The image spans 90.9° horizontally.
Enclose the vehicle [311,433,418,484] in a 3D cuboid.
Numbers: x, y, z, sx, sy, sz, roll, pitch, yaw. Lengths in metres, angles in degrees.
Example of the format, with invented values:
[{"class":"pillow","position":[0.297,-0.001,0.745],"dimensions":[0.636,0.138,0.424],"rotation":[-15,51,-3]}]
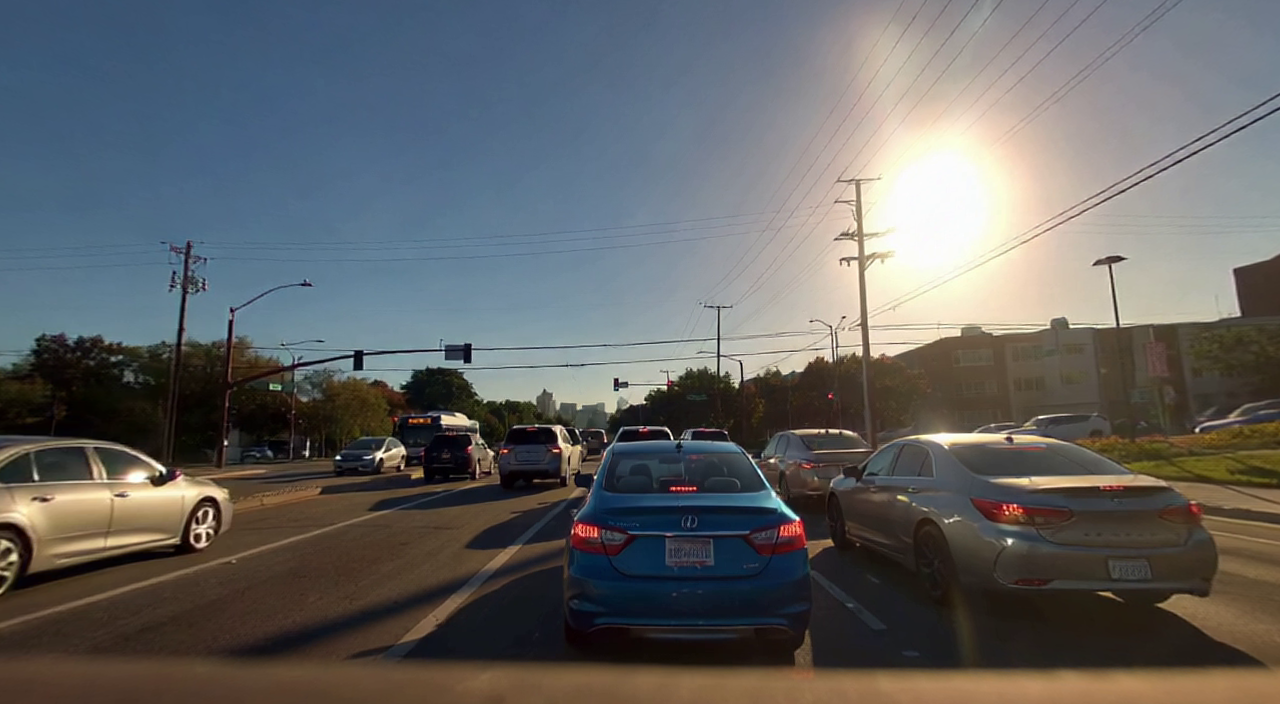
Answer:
[{"class":"vehicle","position":[-10.617,4.114,24.795],"dimensions":[1.981,1.766,4.870],"rotation":[-1,-8,0]}]

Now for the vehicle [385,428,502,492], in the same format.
[{"class":"vehicle","position":[-6.258,3.494,20.897],"dimensions":[2.070,1.824,5.196],"rotation":[-1,-8,2]}]

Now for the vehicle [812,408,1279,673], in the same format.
[{"class":"vehicle","position":[3.123,1.396,5.802],"dimensions":[1.870,1.523,4.096],"rotation":[0,-8,-1]}]

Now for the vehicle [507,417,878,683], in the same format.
[{"class":"vehicle","position":[0.279,1.417,5.646],"dimensions":[2.109,1.483,3.964],"rotation":[0,-8,-1]}]

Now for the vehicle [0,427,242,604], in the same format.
[{"class":"vehicle","position":[-6.419,1.517,6.178],"dimensions":[1.955,1.497,4.639],"rotation":[-1,-8,1]}]
